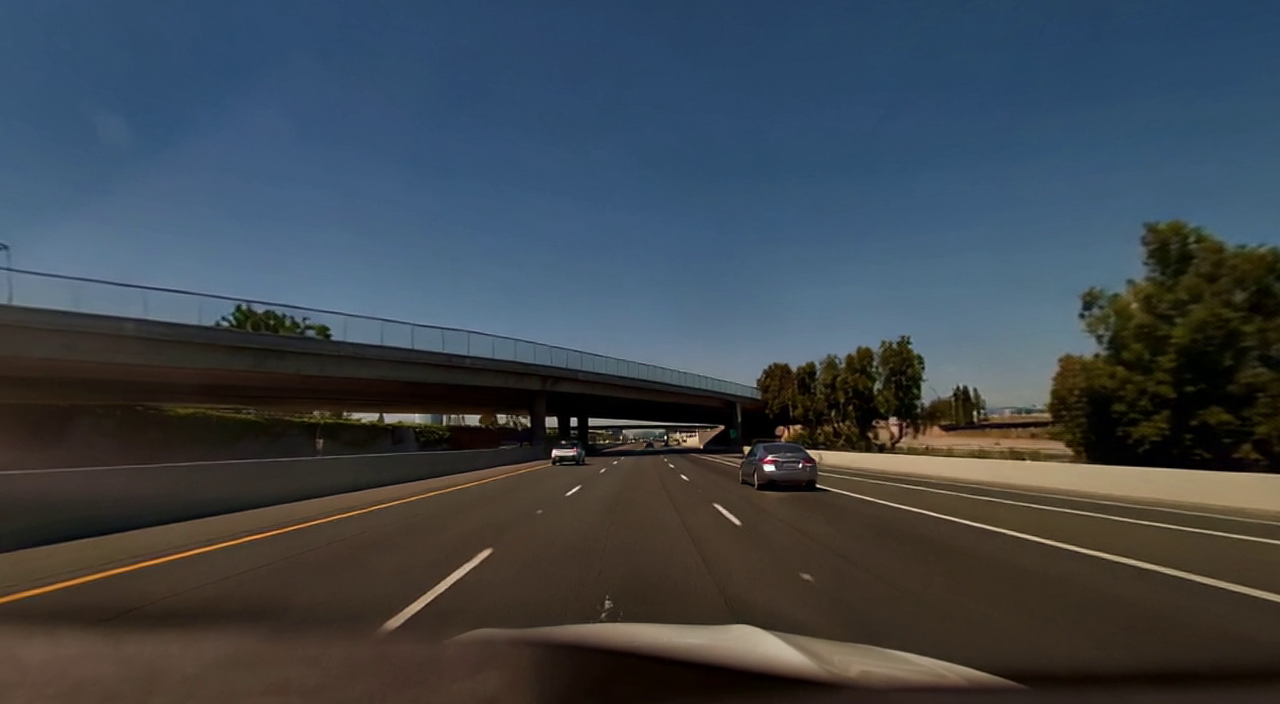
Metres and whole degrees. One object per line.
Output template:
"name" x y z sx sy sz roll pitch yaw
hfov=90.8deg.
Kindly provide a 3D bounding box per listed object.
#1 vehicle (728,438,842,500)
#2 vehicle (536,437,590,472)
"vehicle" 3.884 3.205 17.729 2.060 1.485 4.274 0 -9 -2
"vehicle" -3.765 5.088 31.642 2.048 1.618 4.424 0 -9 1
